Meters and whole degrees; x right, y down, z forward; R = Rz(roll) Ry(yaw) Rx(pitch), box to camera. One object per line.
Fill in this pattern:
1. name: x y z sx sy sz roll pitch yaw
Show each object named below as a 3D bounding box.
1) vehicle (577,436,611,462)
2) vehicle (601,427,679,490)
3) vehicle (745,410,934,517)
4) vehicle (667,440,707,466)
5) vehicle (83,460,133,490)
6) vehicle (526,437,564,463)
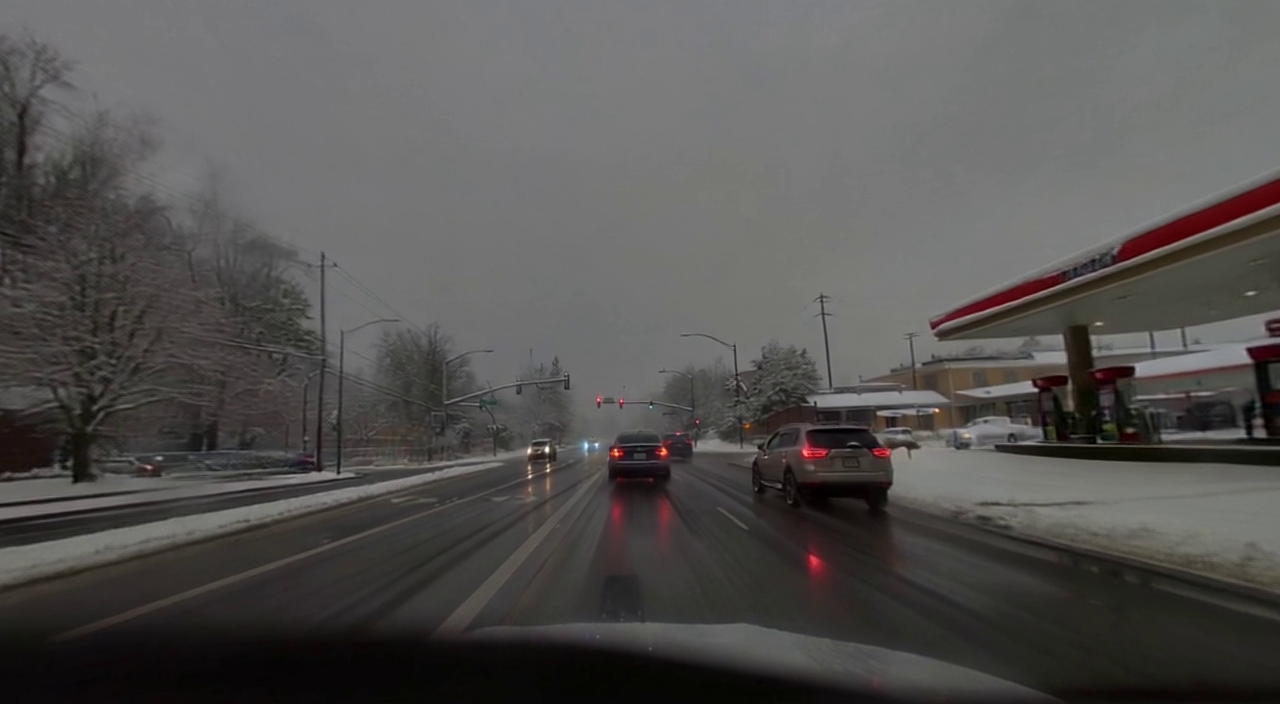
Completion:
1. vehicle: -3.269 6.915 45.294 2.155 1.745 4.248 0 -8 0
2. vehicle: -0.082 3.239 19.527 2.164 1.718 3.881 0 -8 -2
3. vehicle: 3.811 2.254 13.294 2.116 1.791 5.006 0 -8 -3
4. vehicle: 2.555 5.577 34.910 1.822 1.331 3.583 0 -8 -2
5. vehicle: -30.651 7.031 36.414 1.948 1.452 4.370 7 -11 -39
6. vehicle: -6.656 6.902 44.665 1.994 1.695 4.471 0 -8 0
